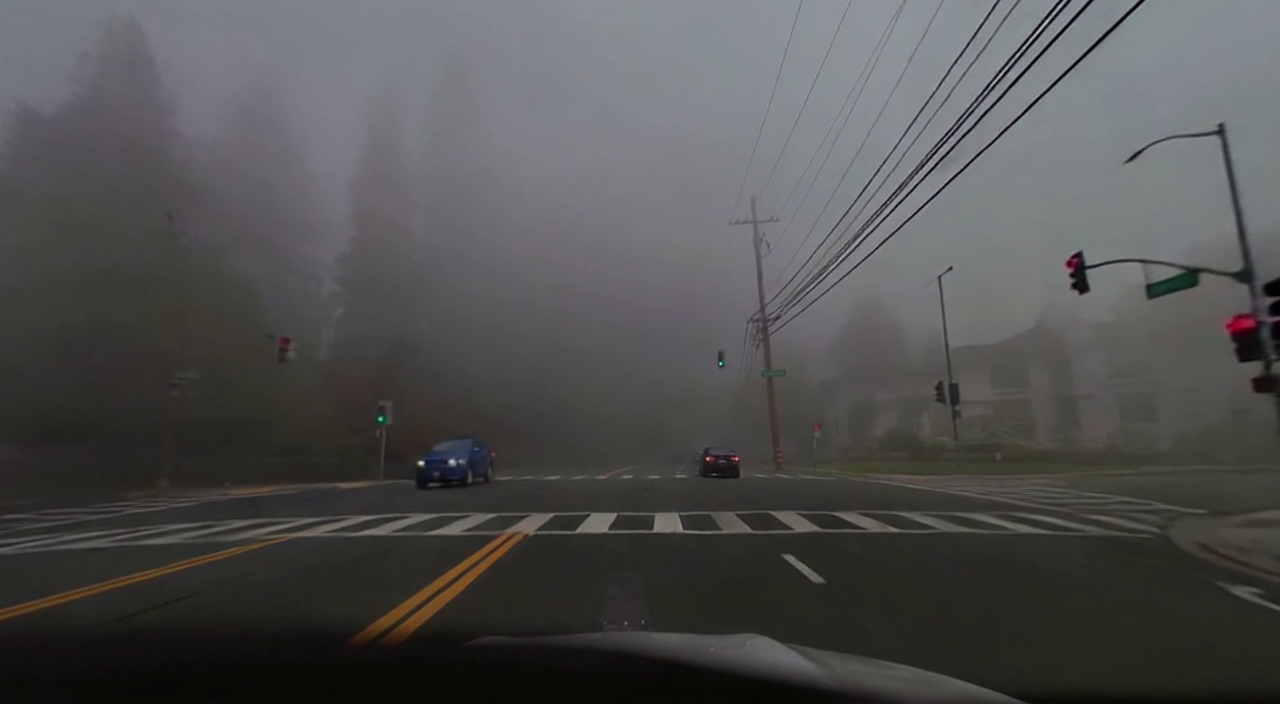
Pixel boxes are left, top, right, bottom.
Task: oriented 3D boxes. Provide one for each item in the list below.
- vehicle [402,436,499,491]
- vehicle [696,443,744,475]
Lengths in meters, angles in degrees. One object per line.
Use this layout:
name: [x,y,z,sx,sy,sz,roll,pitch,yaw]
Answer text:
vehicle: [-6.610,3.914,22.542,1.959,1.741,4.393,0,-8,2]
vehicle: [3.981,5.389,32.074,1.951,1.479,4.487,0,-8,1]
